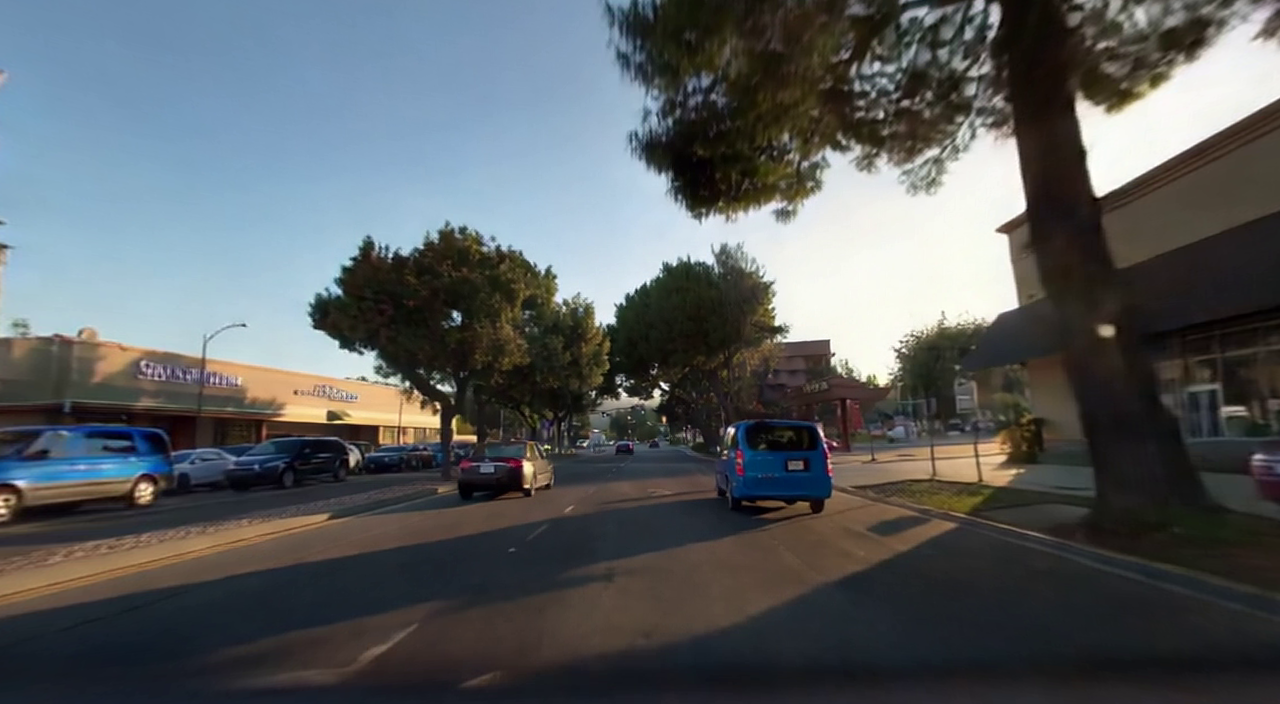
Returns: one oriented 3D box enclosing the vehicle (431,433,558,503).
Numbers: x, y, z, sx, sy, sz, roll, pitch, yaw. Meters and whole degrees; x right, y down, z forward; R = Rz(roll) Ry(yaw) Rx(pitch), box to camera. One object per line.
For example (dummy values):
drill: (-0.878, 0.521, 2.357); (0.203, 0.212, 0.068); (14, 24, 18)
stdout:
vehicle: (-3.412, 2.822, 15.669); (1.966, 1.481, 4.385); (-1, -8, 2)

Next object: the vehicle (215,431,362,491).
vehicle: (-11.801, 3.685, 21.605); (2.117, 1.787, 4.917); (0, -8, 1)

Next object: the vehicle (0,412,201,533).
vehicle: (-11.918, 2.311, 12.463); (2.359, 2.018, 5.504); (0, -8, 1)

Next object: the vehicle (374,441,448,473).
vehicle: (-11.303, 5.214, 31.357); (1.959, 1.488, 4.390); (-1, -8, 2)

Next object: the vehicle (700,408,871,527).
vehicle: (2.405, 2.087, 11.790); (2.293, 1.779, 4.457); (-1, -8, 2)

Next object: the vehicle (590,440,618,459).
vehicle: (-2.761, 7.607, 48.950); (1.840, 1.442, 4.050); (0, -8, 1)
